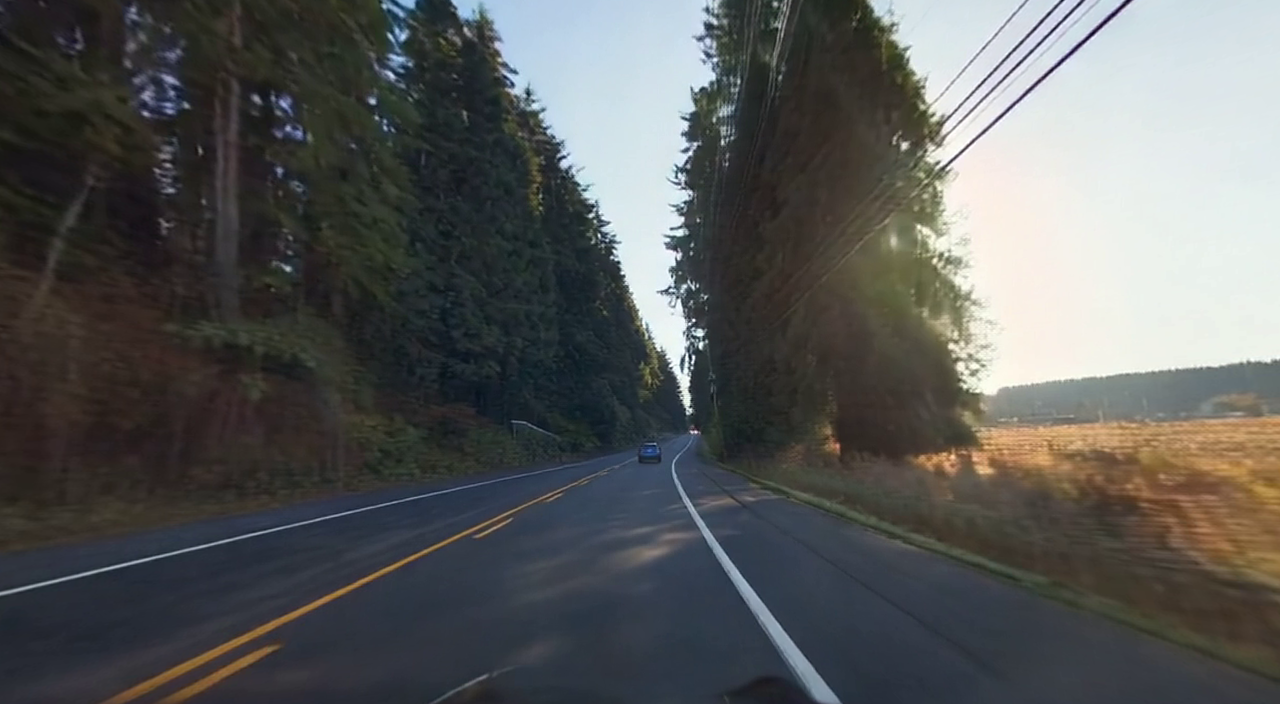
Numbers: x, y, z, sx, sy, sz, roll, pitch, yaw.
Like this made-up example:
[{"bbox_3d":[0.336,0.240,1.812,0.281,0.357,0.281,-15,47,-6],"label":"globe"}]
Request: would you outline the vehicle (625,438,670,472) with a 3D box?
[{"bbox_3d":[0.415,5.031,31.101,2.059,1.524,3.963,0,-8,2],"label":"vehicle"}]
